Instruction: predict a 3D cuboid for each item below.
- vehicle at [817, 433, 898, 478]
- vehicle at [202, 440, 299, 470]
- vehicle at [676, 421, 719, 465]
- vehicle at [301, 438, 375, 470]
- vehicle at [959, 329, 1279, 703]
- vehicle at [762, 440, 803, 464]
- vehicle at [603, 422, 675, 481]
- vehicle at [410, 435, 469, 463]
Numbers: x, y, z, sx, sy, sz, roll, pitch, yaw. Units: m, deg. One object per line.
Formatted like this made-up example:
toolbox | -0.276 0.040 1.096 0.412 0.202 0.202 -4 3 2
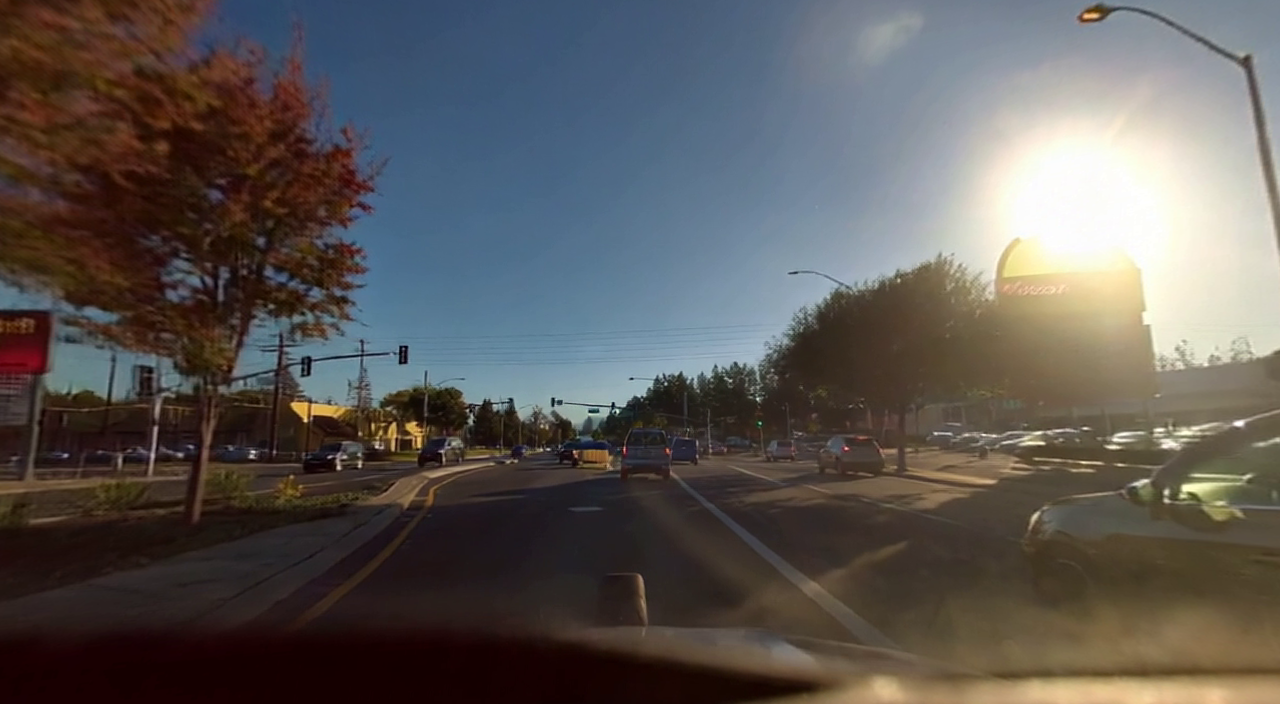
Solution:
vehicle | 9.267 4.447 27.293 1.977 1.786 4.344 0 -8 1
vehicle | -27.381 7.242 44.526 5.258 1.970 2.363 -1 -9 3
vehicle | 3.578 5.750 40.127 2.239 2.586 4.586 1 -8 -1
vehicle | -18.600 6.299 39.211 2.050 1.797 4.945 0 -8 1
vehicle | 3.381 0.784 2.316 2.076 1.716 4.416 0 -8 0
vehicle | 9.603 6.793 42.912 1.879 1.517 4.006 0 -8 0
vehicle | -0.077 3.642 23.234 2.402 1.938 4.535 0 -8 -1
vehicle | -14.285 6.949 45.396 2.311 1.849 4.889 -1 -8 4
